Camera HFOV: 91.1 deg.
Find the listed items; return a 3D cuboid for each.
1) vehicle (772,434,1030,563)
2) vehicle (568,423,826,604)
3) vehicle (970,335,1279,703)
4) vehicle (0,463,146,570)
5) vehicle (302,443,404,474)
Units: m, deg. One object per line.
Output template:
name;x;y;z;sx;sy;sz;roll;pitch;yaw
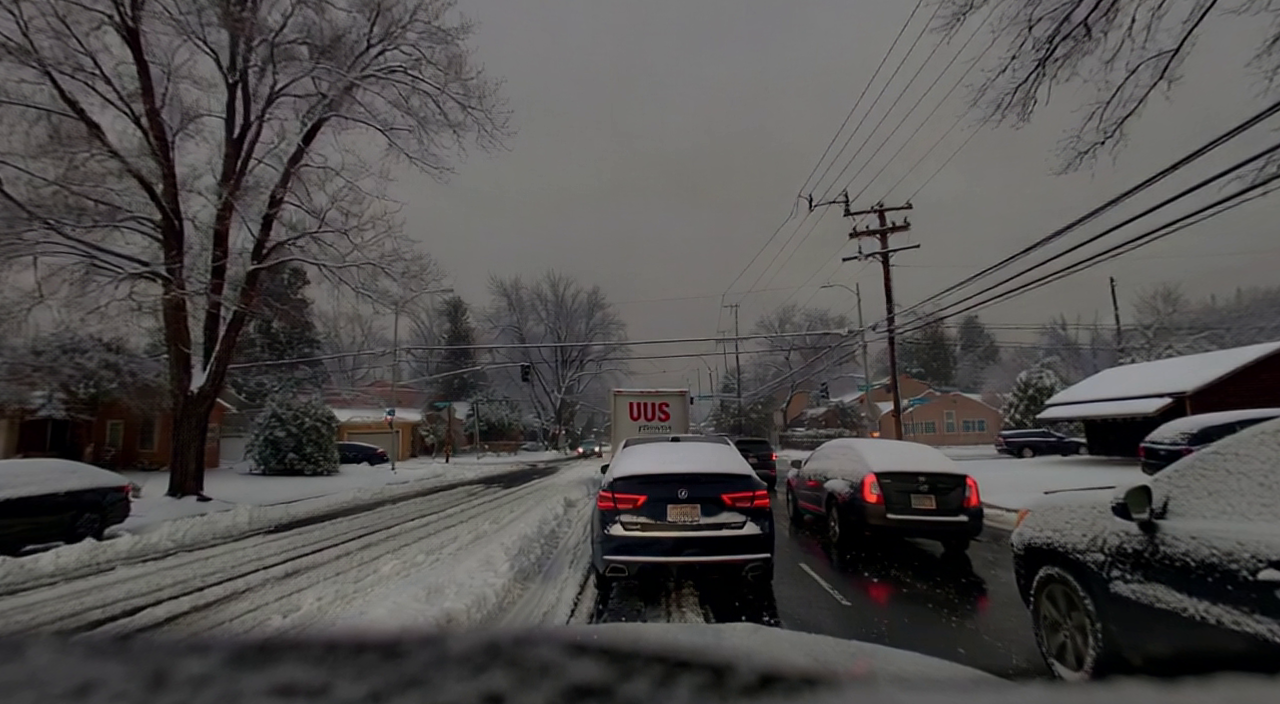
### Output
vehicle;3.513;2.040;9.581;1.993;1.479;4.487;0;-8;0
vehicle;0.475;1.684;7.515;2.158;1.499;4.377;0;-8;0
vehicle;3.304;0.759;1.899;2.069;1.722;4.888;0;-8;2
vehicle;-10.353;2.482;9.442;1.925;1.482;4.753;0;-8;0
vehicle;-17.428;6.467;38.247;5.274;1.793;1.921;0;-8;2
